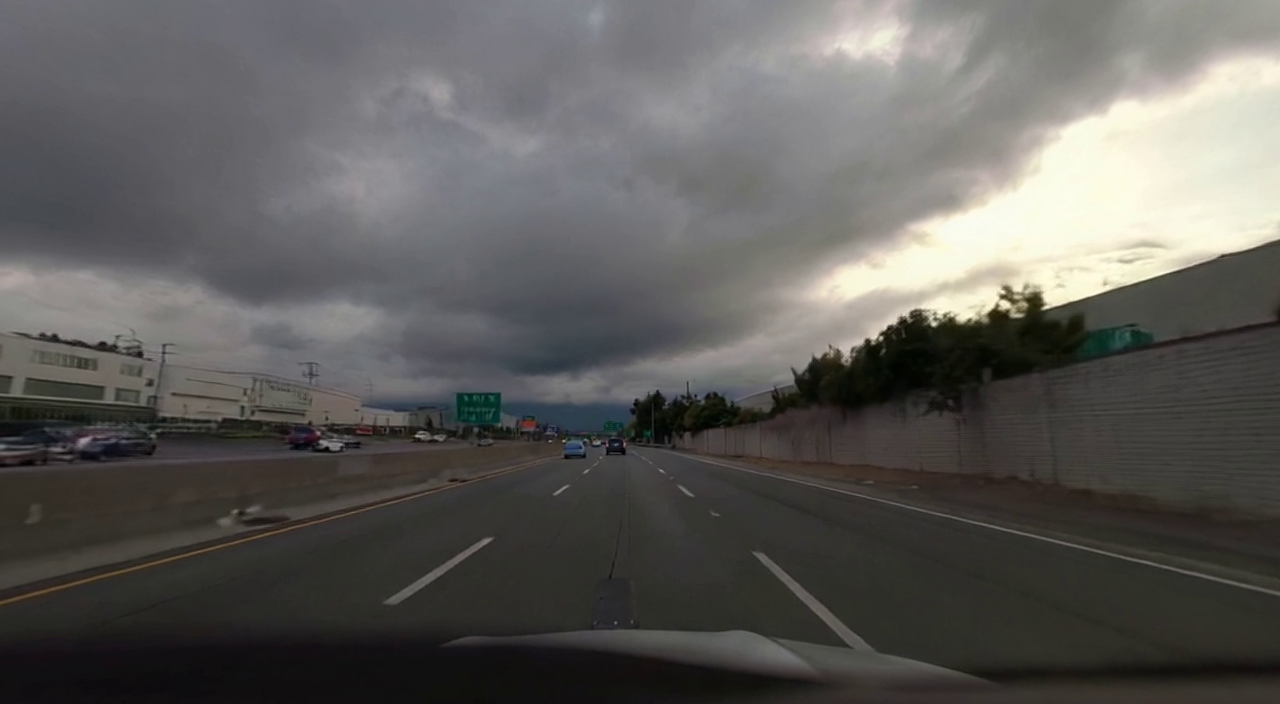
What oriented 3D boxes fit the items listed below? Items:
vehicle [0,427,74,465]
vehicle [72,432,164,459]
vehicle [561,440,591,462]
[{"bbox_3d":[-30.026,4.432,29.694,4.484,1.727,1.980,0,-8,-5],"label":"vehicle"},{"bbox_3d":[-30.346,5.435,36.670,3.552,1.415,1.847,3,-7,-6],"label":"vehicle"},{"bbox_3d":[-4.806,7.462,47.813,2.045,1.547,4.162,0,-8,-2],"label":"vehicle"}]
